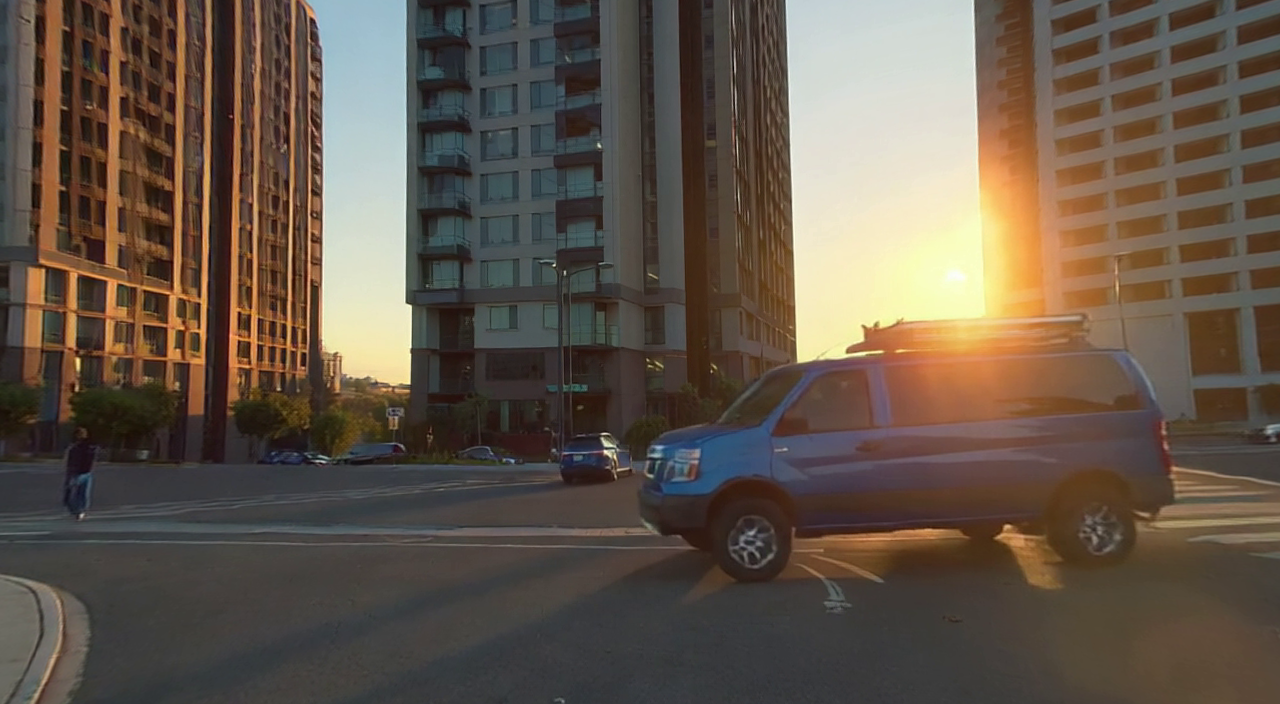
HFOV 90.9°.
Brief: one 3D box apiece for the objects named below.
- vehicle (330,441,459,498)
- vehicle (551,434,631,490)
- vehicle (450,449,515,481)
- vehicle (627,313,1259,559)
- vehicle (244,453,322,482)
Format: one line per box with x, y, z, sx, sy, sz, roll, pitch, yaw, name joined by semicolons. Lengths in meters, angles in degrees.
-8.221;3.967;21.723;2.395;1.719;4.549;-1;-8;3;vehicle
-1.591;3.812;22.165;2.144;1.733;4.115;-1;-8;5;vehicle
-7.865;5.677;31.949;2.164;1.494;4.235;0;-8;0;vehicle
3.362;1.120;8.441;6.932;2.753;2.446;-1;-8;2;vehicle
-19.463;6.303;34.486;3.467;1.456;1.649;4;-9;-24;vehicle
